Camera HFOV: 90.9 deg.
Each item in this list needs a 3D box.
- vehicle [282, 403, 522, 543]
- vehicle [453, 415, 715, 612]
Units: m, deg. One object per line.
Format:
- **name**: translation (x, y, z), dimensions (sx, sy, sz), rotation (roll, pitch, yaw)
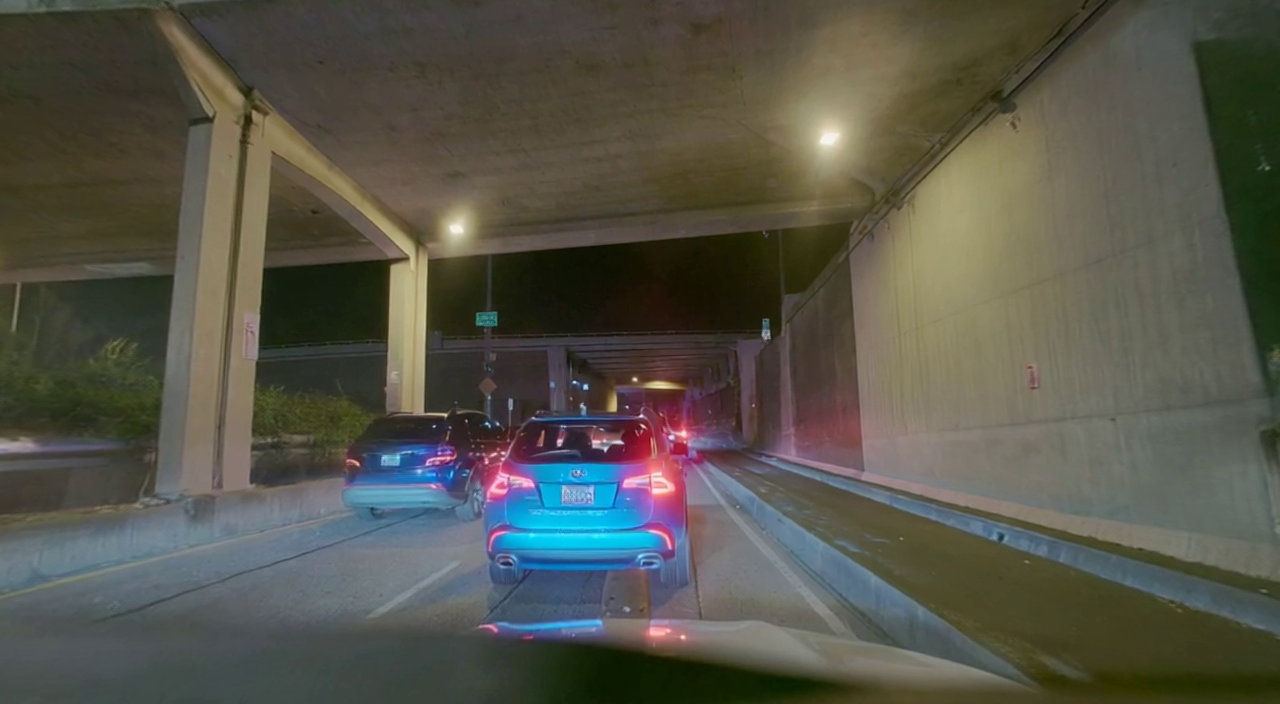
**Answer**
- **vehicle**: translation (-3.458, 1.873, 10.354), dimensions (2.017, 1.761, 4.572), rotation (0, -8, 2)
- **vehicle**: translation (-0.315, 1.540, 6.951), dimensions (2.020, 1.478, 4.092), rotation (-1, -8, 4)
